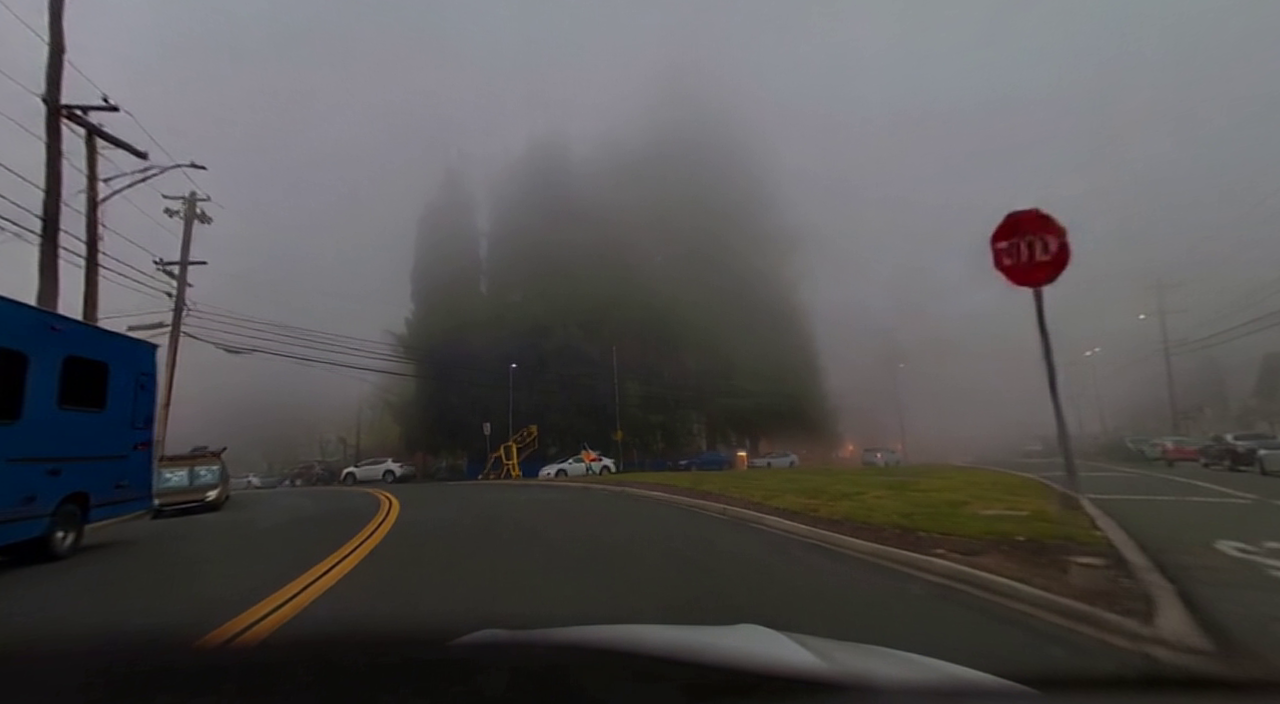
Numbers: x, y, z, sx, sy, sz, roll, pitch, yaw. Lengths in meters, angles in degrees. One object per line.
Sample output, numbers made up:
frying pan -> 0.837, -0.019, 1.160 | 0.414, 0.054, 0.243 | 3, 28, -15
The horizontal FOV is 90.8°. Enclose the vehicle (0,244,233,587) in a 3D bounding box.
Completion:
vehicle -> -8.546, 0.682, 6.573 | 3.216, 3.720, 11.364 | 1, -6, -12

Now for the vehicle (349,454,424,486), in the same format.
vehicle -> -16.795, 7.791, 41.850 | 4.586, 1.784, 1.890 | -3, -6, 25

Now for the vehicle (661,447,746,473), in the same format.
vehicle -> 3.970, 6.783, 39.769 | 4.952, 1.472, 1.837 | 2, -7, -13

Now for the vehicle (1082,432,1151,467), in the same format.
vehicle -> 31.180, 6.335, 41.518 | 2.094, 1.992, 4.941 | -3, -6, 19

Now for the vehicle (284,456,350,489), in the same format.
vehicle -> -23.356, 8.656, 45.602 | 4.844, 1.974, 2.092 | -5, -7, 33

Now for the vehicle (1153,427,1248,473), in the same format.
vehicle -> 26.790, 4.628, 30.402 | 1.974, 1.894, 4.810 | -3, -6, 24

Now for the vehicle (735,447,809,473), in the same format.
vehicle -> 8.658, 7.033, 41.336 | 4.461, 1.417, 1.781 | 2, -5, -21

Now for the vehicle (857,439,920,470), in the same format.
vehicle -> 18.540, 7.562, 47.012 | 4.994, 1.898, 2.267 | 4, -7, -41

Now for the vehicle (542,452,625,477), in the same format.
vehicle -> -3.434, 6.991, 39.229 | 4.966, 1.377, 1.739 | 0, -6, 1
